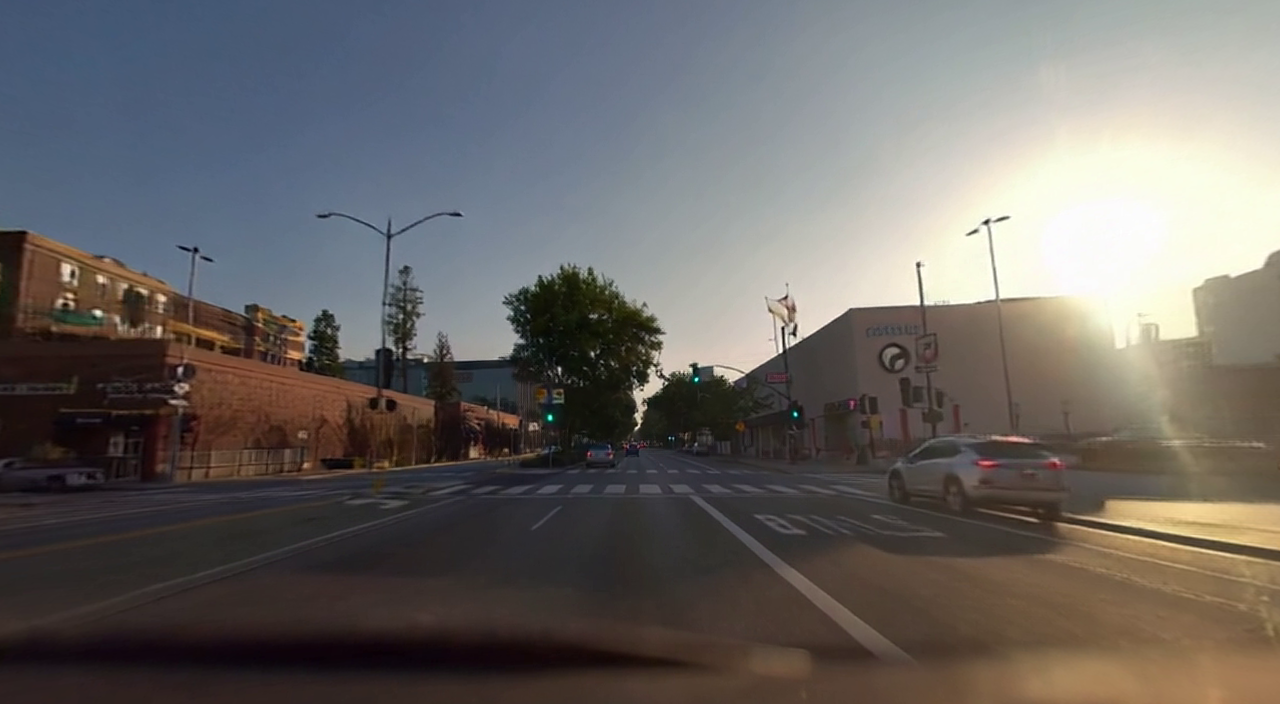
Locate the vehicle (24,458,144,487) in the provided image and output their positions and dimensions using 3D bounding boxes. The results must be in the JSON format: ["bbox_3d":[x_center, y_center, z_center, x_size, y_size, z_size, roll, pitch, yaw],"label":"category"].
[{"bbox_3d":[-29.681,6.429,33.700,4.644,1.428,1.814,0,-8,-1],"label":"vehicle"}]

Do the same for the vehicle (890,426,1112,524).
[{"bbox_3d":[7.220,2.491,13.306,1.950,1.686,4.509,0,-9,-1],"label":"vehicle"}]

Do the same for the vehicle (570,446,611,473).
[{"bbox_3d":[-2.881,6.400,37.677,2.078,1.471,4.217,0,-9,0],"label":"vehicle"}]
